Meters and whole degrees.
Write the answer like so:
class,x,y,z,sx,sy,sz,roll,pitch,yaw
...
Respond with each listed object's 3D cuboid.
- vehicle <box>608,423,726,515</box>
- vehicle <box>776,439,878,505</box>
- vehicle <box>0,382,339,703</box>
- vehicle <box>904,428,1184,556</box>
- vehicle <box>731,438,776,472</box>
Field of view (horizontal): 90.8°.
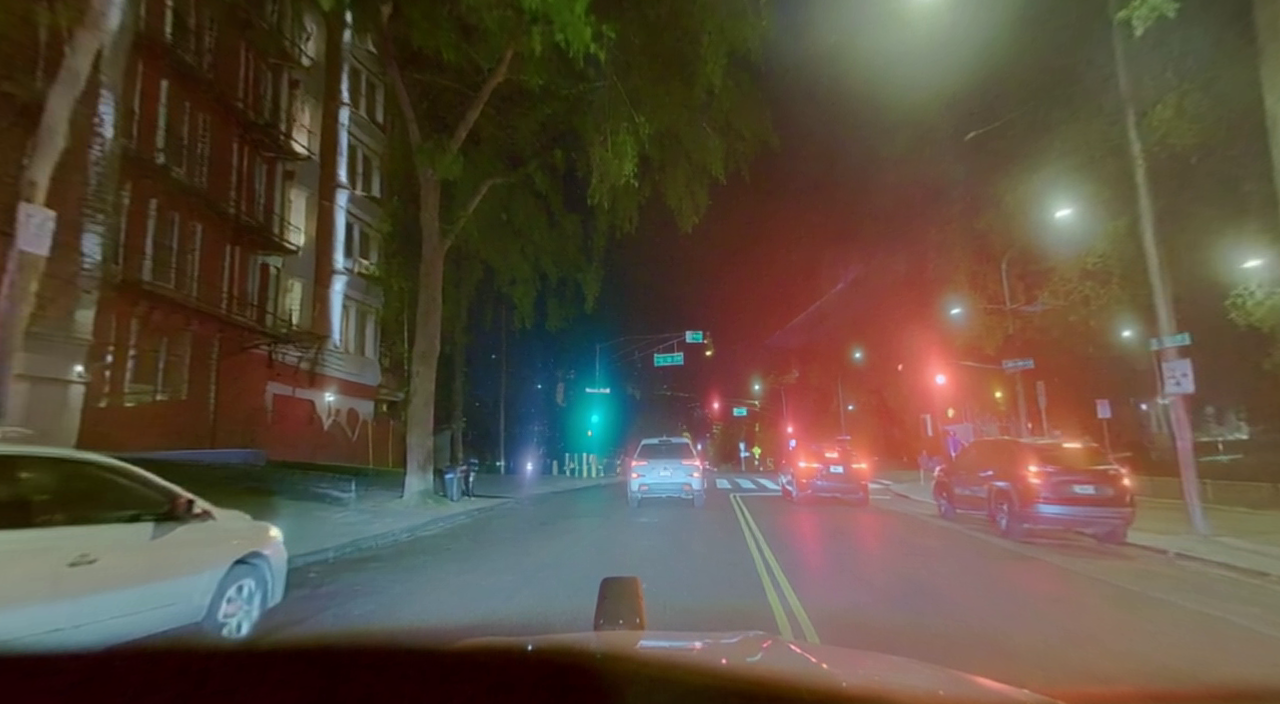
class,x,y,z,sx,sy,sz,roll,pitch,yaw
vehicle,0.863,2.763,15.451,2.333,1.832,5.200,-1,-9,8
vehicle,5.131,3.321,17.950,2.111,1.619,4.077,-1,-9,7
vehicle,-4.007,1.115,3.492,2.013,1.772,4.439,-1,-9,8
vehicle,6.951,2.427,11.871,2.093,1.815,5.441,-1,-9,6
vehicle,6.122,5.616,34.503,2.111,1.705,4.093,-1,-9,6
